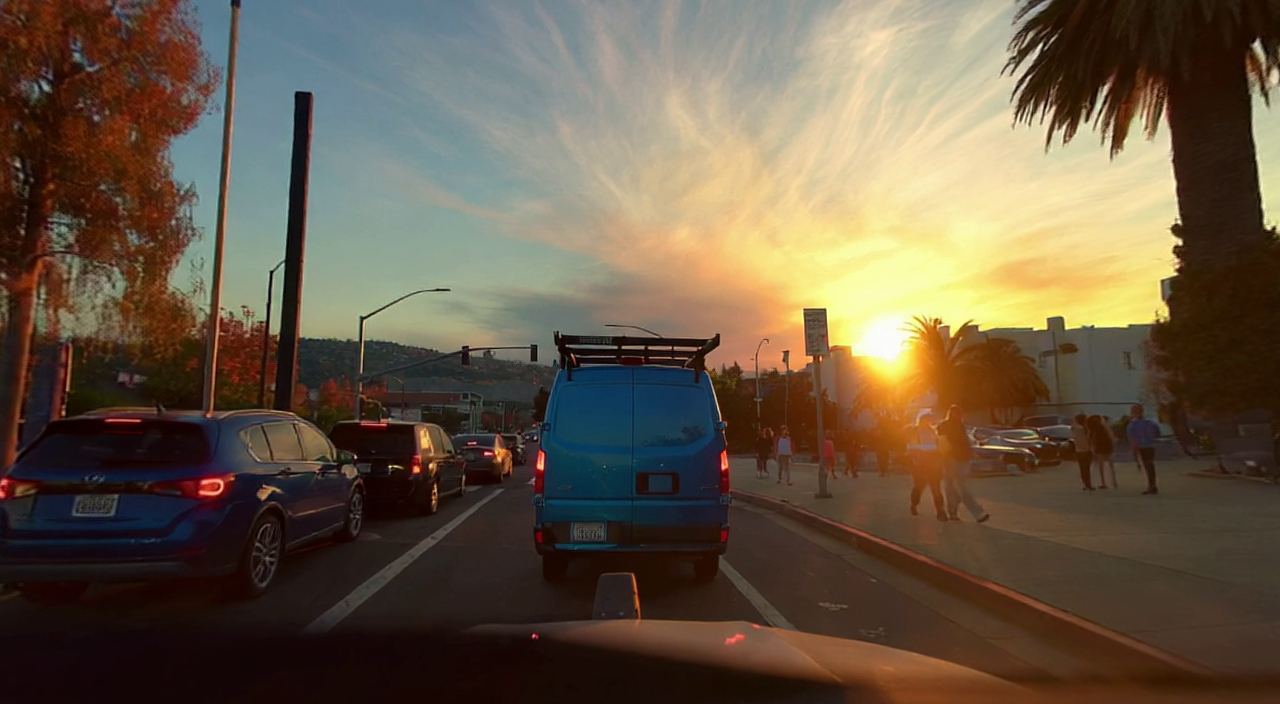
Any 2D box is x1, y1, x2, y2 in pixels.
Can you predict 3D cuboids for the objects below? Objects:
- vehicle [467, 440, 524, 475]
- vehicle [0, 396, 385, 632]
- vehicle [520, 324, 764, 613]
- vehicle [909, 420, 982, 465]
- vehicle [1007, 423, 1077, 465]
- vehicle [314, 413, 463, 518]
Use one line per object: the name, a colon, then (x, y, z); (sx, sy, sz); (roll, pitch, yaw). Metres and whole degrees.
vehicle: (-6.842, 4.886, 29.561); (1.818, 1.479, 4.428); (4, -9, -22)
vehicle: (-4.399, 1.468, 6.671); (1.986, 1.643, 4.315); (1, -9, -6)
vehicle: (-0.201, 1.214, 7.162); (1.902, 2.238, 4.263); (1, -9, -6)
vehicle: (12.643, 3.755, 26.044); (2.046, 1.675, 3.924); (-6, -10, 33)
vehicle: (15.786, 3.616, 24.713); (2.048, 1.475, 3.972); (-6, -10, 34)
vehicle: (-5.210, 2.413, 13.887); (2.089, 1.854, 5.022); (2, -9, -11)
